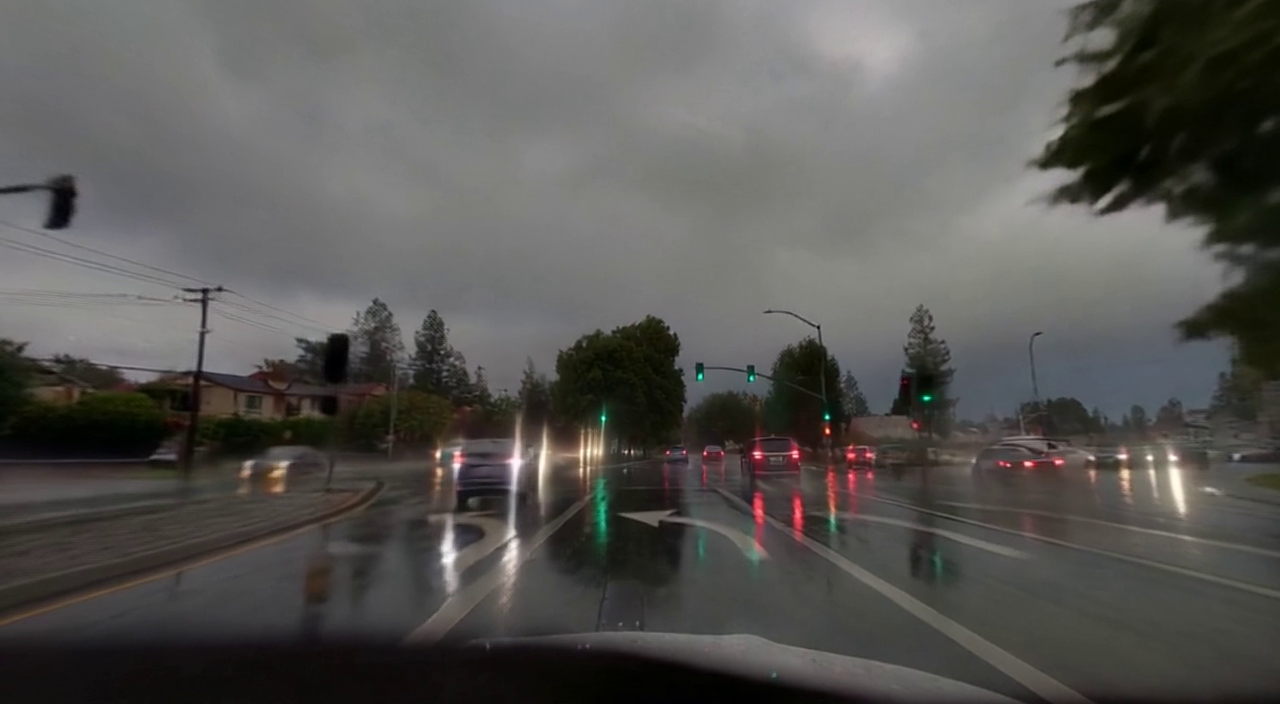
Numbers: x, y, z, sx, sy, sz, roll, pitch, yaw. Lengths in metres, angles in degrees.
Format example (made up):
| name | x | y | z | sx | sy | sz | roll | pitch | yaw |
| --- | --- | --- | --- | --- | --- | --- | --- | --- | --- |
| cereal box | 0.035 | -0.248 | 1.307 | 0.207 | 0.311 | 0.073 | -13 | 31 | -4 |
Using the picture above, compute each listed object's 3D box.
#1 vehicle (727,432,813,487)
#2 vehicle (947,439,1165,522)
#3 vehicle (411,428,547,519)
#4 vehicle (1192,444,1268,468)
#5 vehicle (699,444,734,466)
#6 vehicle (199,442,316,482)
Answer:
| name | x | y | z | sx | sy | sz | roll | pitch | yaw |
| --- | --- | --- | --- | --- | --- | --- | --- | --- | --- |
| vehicle | 4.635 | 3.929 | 23.329 | 2.209 | 1.813 | 4.724 | 0 | -9 | 1 |
| vehicle | 8.662 | 2.678 | 13.708 | 1.949 | 1.492 | 4.103 | 0 | -9 | 1 |
| vehicle | -3.595 | 2.805 | 15.153 | 2.258 | 1.812 | 4.650 | 1 | -9 | -3 |
| vehicle | 43.936 | 7.750 | 47.064 | 4.315 | 1.694 | 2.134 | 3 | -9 | -18 |
| vehicle | 5.306 | 7.191 | 44.370 | 2.064 | 1.474 | 4.389 | 0 | -9 | 3 |
| vehicle | -14.954 | 4.297 | 25.017 | 1.794 | 1.440 | 4.351 | 0 | -9 | 2 |
